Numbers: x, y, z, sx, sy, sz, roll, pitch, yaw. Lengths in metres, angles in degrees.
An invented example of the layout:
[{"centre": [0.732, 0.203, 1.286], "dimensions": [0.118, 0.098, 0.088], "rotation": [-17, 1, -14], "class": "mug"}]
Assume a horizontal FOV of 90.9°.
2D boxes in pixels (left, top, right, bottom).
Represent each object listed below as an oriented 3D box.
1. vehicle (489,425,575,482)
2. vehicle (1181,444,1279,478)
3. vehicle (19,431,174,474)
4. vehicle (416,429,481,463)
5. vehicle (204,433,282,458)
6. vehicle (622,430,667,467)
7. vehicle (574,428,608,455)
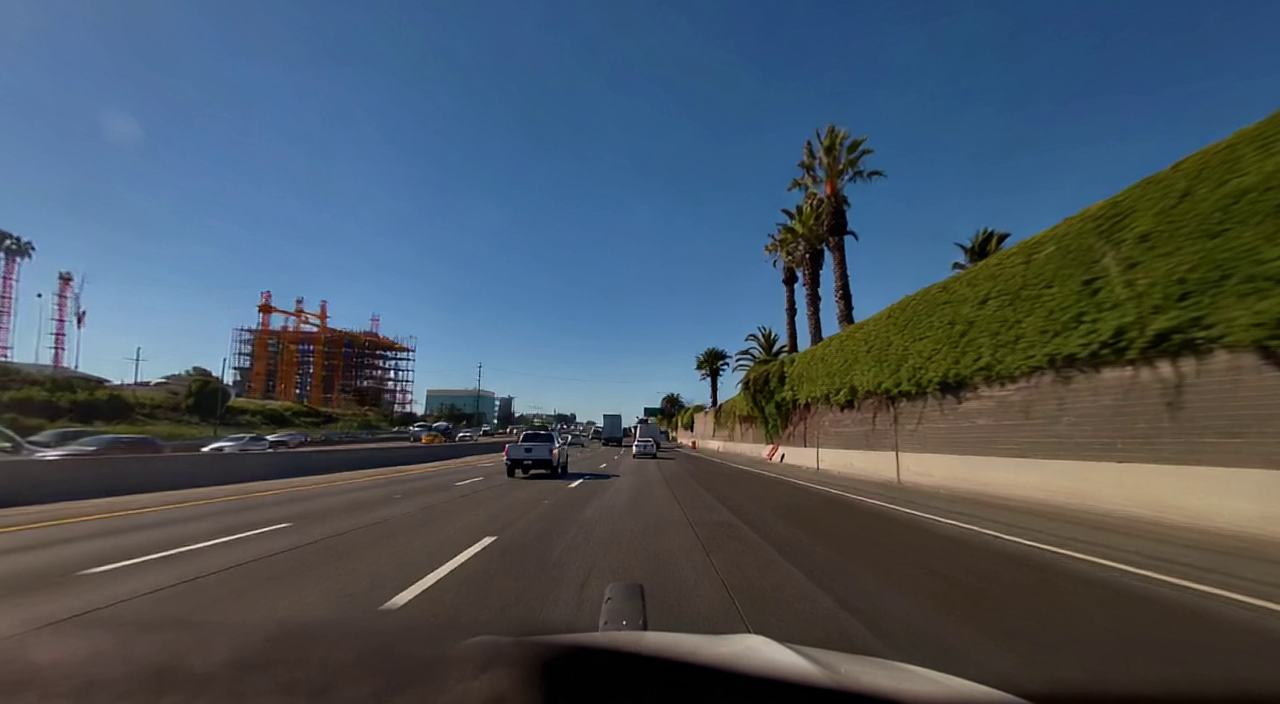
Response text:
[{"centre": [-3.602, 3.487, 21.906], "dimensions": [2.108, 1.740, 4.549], "rotation": [0, -8, 1], "class": "vehicle"}, {"centre": [32.291, 5.783, 33.800], "dimensions": [1.993, 1.670, 4.439], "rotation": [4, -9, -27], "class": "vehicle"}, {"centre": [-20.988, 3.890, 24.679], "dimensions": [1.970, 1.518, 4.538], "rotation": [0, -8, 1], "class": "vehicle"}, {"centre": [-10.806, 5.363, 35.995], "dimensions": [2.104, 1.818, 4.721], "rotation": [0, -8, 1], "class": "vehicle"}, {"centre": [-24.641, 5.832, 39.374], "dimensions": [1.861, 1.483, 4.467], "rotation": [0, -8, 1], "class": "vehicle"}, {"centre": [0.209, 4.800, 31.516], "dimensions": [2.136, 1.678, 4.052], "rotation": [0, -8, 0], "class": "vehicle"}, {"centre": [-3.779, 7.020, 49.456], "dimensions": [2.203, 1.958, 4.848], "rotation": [0, -8, 1], "class": "vehicle"}]
